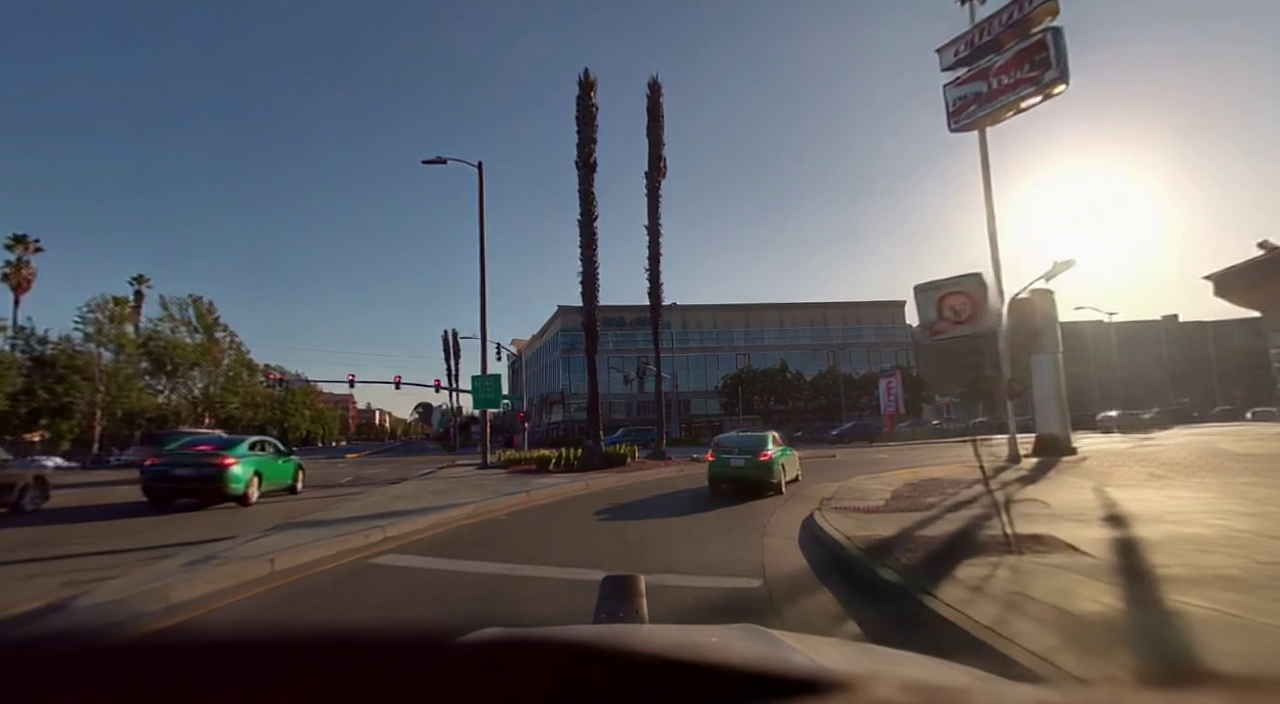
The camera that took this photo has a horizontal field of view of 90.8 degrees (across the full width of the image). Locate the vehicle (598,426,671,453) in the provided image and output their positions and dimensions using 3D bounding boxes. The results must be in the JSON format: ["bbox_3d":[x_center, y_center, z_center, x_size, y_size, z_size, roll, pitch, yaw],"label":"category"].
[{"bbox_3d":[-0.411,5.998,43.409,4.757,1.633,1.932,-1,-8,-10],"label":"vehicle"}]

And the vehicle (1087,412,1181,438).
[{"bbox_3d":[31.935,4.756,40.899,4.458,1.589,2.044,1,-8,-5],"label":"vehicle"}]

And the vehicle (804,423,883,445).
[{"bbox_3d":[14.556,5.903,45.396,4.981,1.491,1.922,0,-10,-8],"label":"vehicle"}]

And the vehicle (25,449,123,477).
[{"bbox_3d":[-34.078,6.671,38.258,2.036,1.526,4.732,1,-9,-8],"label":"vehicle"}]

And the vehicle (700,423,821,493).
[{"bbox_3d":[3.221,2.637,16.096,2.070,1.493,4.570,-3,-9,22],"label":"vehicle"}]

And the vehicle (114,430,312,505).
[{"bbox_3d":[-9.692,2.642,14.905,1.912,1.487,4.471,1,-8,-6],"label":"vehicle"}]
